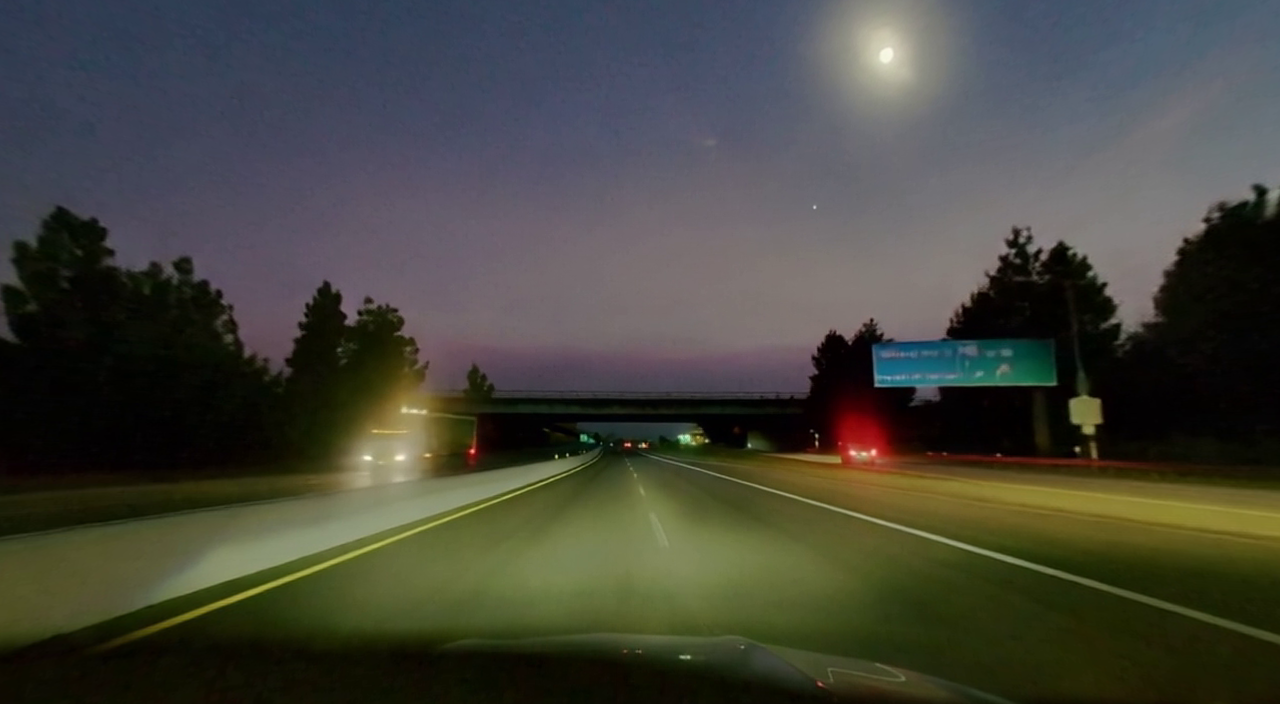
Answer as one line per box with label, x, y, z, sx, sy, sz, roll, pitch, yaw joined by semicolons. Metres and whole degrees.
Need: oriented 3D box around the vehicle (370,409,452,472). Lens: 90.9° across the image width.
vehicle;-15.804;6.183;43.971;3.391;4.040;5.988;1;-9;-1
